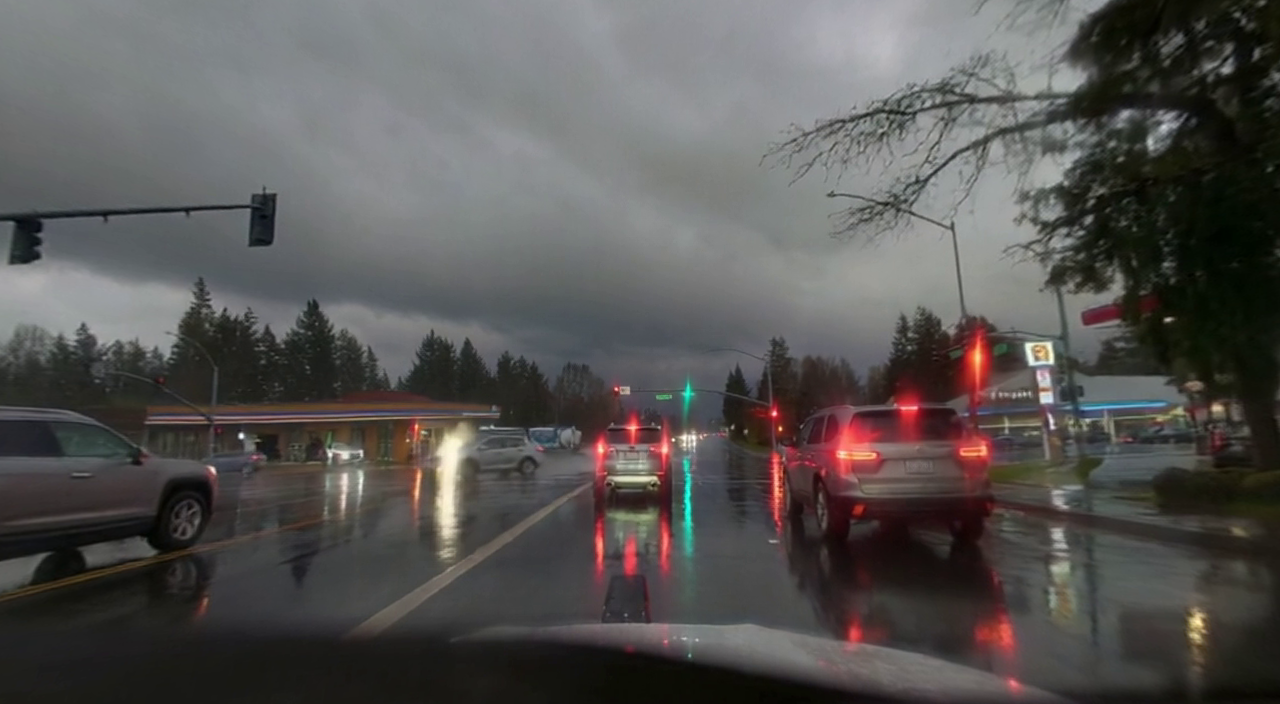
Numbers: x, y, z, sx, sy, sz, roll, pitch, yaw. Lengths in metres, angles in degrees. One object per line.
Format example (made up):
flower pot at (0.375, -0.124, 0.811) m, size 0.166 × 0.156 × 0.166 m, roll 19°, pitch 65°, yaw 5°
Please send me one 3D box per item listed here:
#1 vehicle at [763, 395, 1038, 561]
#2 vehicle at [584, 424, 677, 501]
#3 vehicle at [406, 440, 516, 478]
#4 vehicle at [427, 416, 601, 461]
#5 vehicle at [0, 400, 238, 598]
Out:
vehicle at (3.233, 1.684, 9.030) m, size 2.083 × 1.779 × 4.347 m, roll 0°, pitch -9°, yaw 0°
vehicle at (-0.185, 2.776, 16.137) m, size 2.067 × 1.702 × 3.987 m, roll 0°, pitch -9°, yaw 1°
vehicle at (-7.718, 4.636, 27.568) m, size 1.847 × 1.508 × 4.366 m, roll -6°, pitch -11°, yaw 35°
vehicle at (-9.322, 6.630, 48.153) m, size 12.640 × 3.321 × 2.995 m, roll 1°, pitch -9°, yaw -3°
vehicle at (-6.791, 1.442, 6.440) m, size 2.011 × 1.774 × 4.866 m, roll 0°, pitch -9°, yaw 2°
